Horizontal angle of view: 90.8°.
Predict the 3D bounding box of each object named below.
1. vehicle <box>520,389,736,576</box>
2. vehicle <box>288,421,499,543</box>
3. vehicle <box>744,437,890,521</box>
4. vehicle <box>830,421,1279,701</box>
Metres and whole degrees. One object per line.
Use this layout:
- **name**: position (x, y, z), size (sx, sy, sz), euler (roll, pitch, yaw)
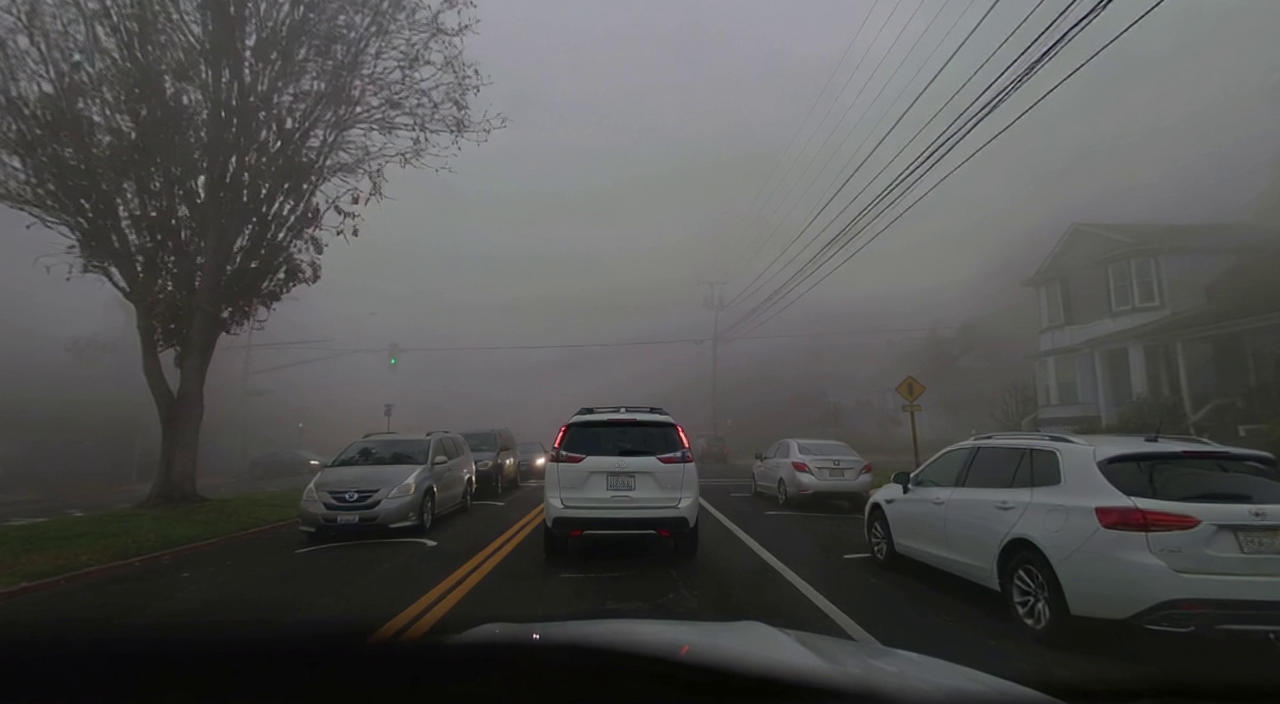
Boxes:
- **vehicle**: position (-0.207, 1.616, 8.550), size (2.164, 1.867, 4.254), euler (0, -8, -2)
- **vehicle**: position (-3.723, 2.023, 10.520), size (1.864, 1.576, 4.324), euler (0, -8, -2)
- **vehicle**: position (3.472, 2.546, 13.240), size (1.880, 1.476, 3.932), euler (0, -8, 0)
- **vehicle**: position (3.473, 1.462, 5.766), size (1.977, 1.480, 4.589), euler (0, -8, -1)
